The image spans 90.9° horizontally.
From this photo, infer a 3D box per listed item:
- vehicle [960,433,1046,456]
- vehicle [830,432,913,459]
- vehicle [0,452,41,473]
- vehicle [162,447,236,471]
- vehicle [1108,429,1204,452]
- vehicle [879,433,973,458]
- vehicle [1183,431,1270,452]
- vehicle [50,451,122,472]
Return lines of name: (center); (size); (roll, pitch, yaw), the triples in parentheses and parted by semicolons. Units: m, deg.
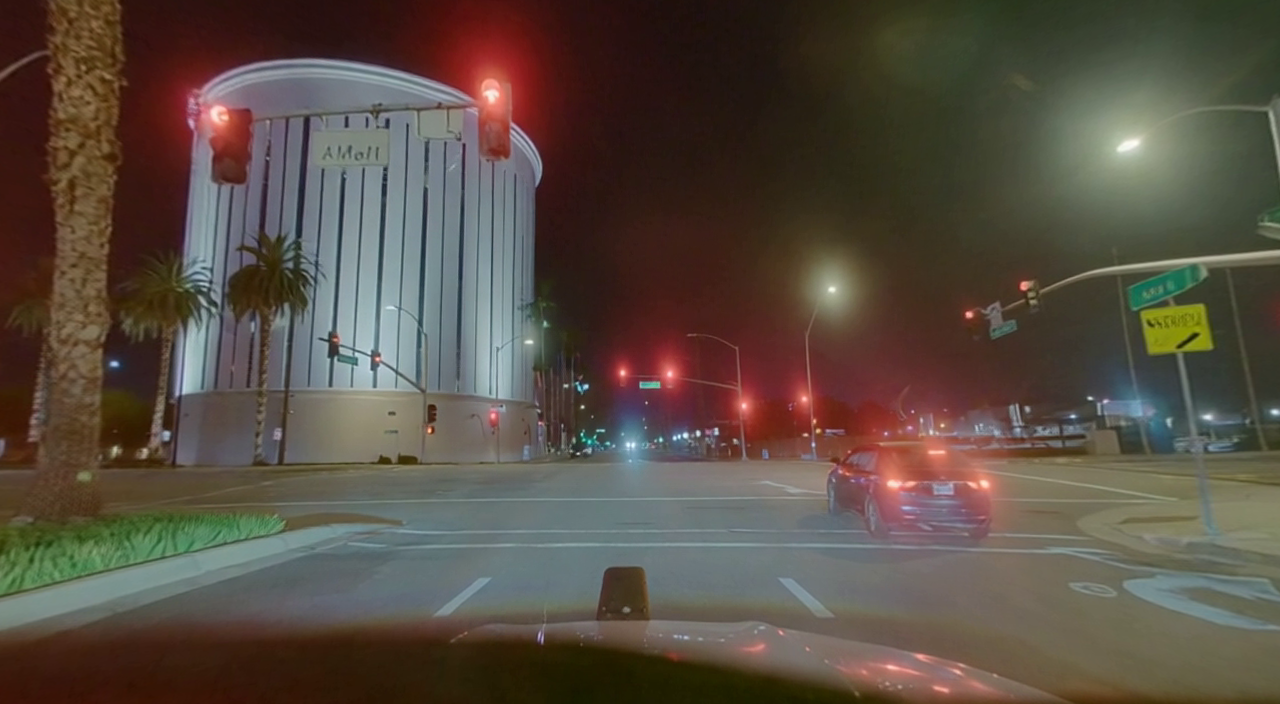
vehicle: (23.647, 6.037, 41.155); (4.423, 1.465, 1.798); (0, -8, 0)
vehicle: (15.141, 6.130, 41.382); (4.648, 1.665, 1.910); (0, -8, -1)
vehicle: (-47.912, 8.325, 47.483); (3.786, 1.555, 1.702); (0, -8, 2)
vehicle: (-33.089, 8.019, 47.324); (4.136, 1.661, 1.857); (0, -8, 1)
vehicle: (33.290, 5.741, 40.732); (4.567, 1.458, 1.791); (0, -8, 1)
vehicle: (17.032, 5.576, 37.656); (4.684, 1.461, 1.777); (0, -8, -1)
vehicle: (42.226, 6.465, 45.434); (4.437, 1.469, 1.811); (0, -8, 0)
vehicle: (-41.603, 8.225, 47.353); (3.698, 1.467, 1.779); (0, -8, 0)
